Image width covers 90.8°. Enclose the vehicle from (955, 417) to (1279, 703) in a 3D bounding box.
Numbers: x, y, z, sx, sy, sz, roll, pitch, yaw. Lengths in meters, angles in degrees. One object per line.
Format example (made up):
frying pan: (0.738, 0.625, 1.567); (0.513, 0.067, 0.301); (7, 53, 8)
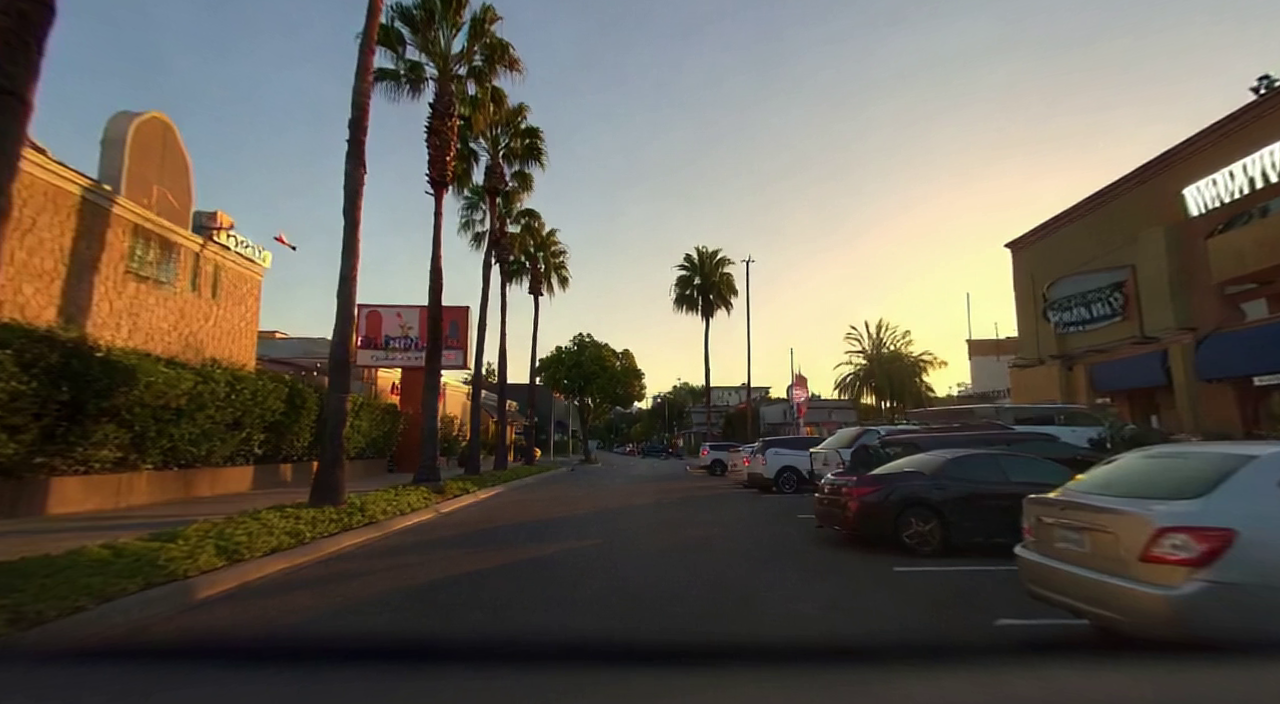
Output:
vehicle: (4.760, 1.151, 3.706); (4.756, 1.417, 2.021); (1, -9, -4)
